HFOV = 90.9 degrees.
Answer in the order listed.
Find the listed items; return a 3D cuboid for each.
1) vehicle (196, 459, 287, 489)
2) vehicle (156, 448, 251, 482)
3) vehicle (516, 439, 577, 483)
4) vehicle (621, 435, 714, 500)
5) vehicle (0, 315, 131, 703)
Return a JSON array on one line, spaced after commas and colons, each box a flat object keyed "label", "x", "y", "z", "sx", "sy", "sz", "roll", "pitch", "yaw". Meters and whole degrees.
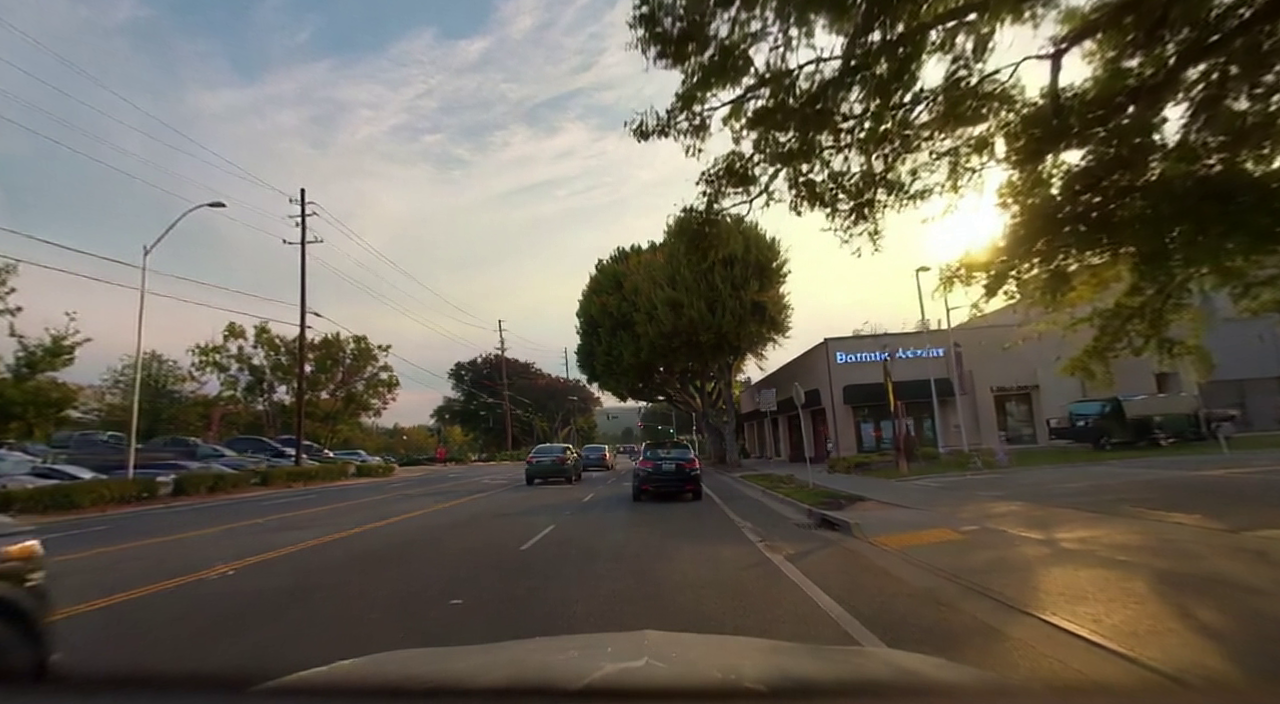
[{"label": "vehicle", "x": -22.625, "y": 6.903, "z": 36.036, "sx": 1.862, "sy": 1.468, "sz": 4.708, "roll": -1, "pitch": -8, "yaw": 5}, {"label": "vehicle", "x": -28.657, "y": 7.399, "z": 41.448, "sx": 4.703, "sy": 2.084, "sz": 2.143, "roll": -1, "pitch": -8, "yaw": 5}, {"label": "vehicle", "x": -3.819, "y": 4.531, "z": 26.482, "sx": 1.862, "sy": 1.694, "sz": 4.315, "roll": 0, "pitch": -8, "yaw": 1}, {"label": "vehicle", "x": 0.650, "y": 3.244, "z": 18.132, "sx": 2.108, "sy": 1.612, "sz": 4.246, "roll": 1, "pitch": -8, "yaw": -5}, {"label": "vehicle", "x": -3.598, "y": 0.493, "z": 0.428, "sx": 2.064, "sy": 1.859, "sz": 5.154, "roll": 0, "pitch": -8, "yaw": 2}]
